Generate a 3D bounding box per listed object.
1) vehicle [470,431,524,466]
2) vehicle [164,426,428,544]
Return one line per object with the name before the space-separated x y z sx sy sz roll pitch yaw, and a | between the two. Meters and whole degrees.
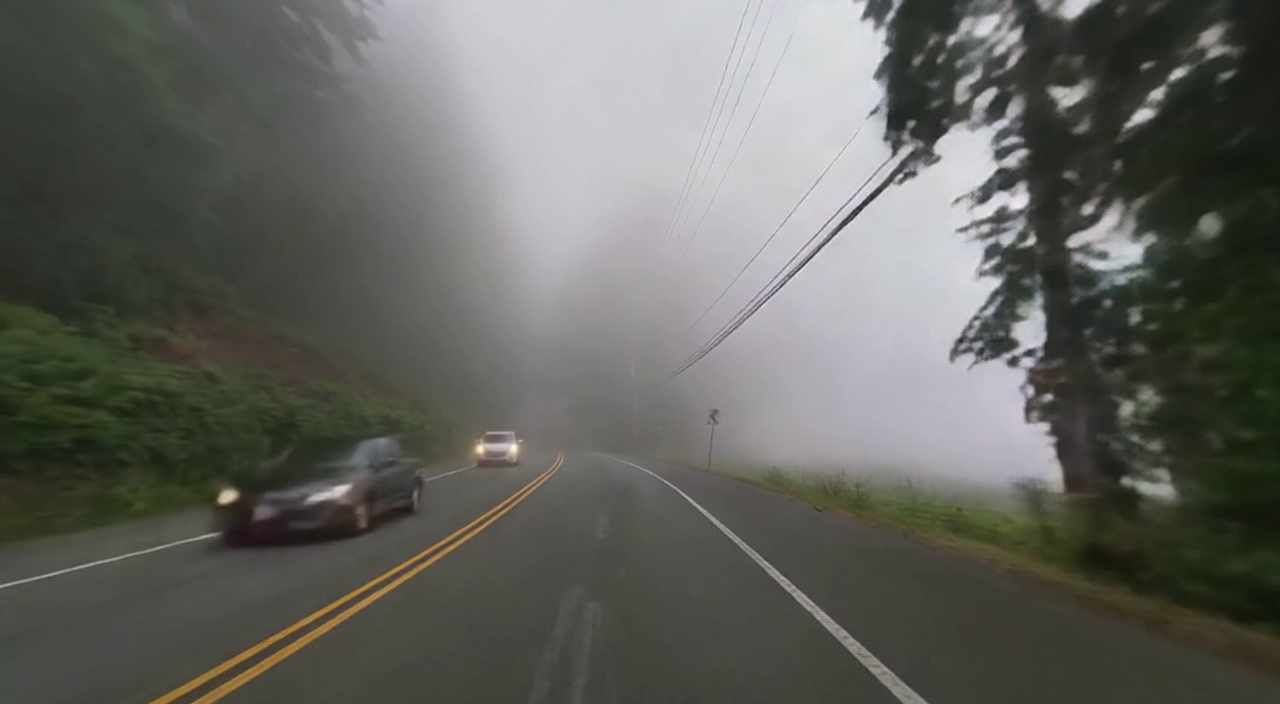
vehicle | -6.875 4.714 30.881 1.943 1.556 4.311 1 -8 -4
vehicle | -5.146 2.020 10.338 1.965 1.486 4.385 1 -8 -2
